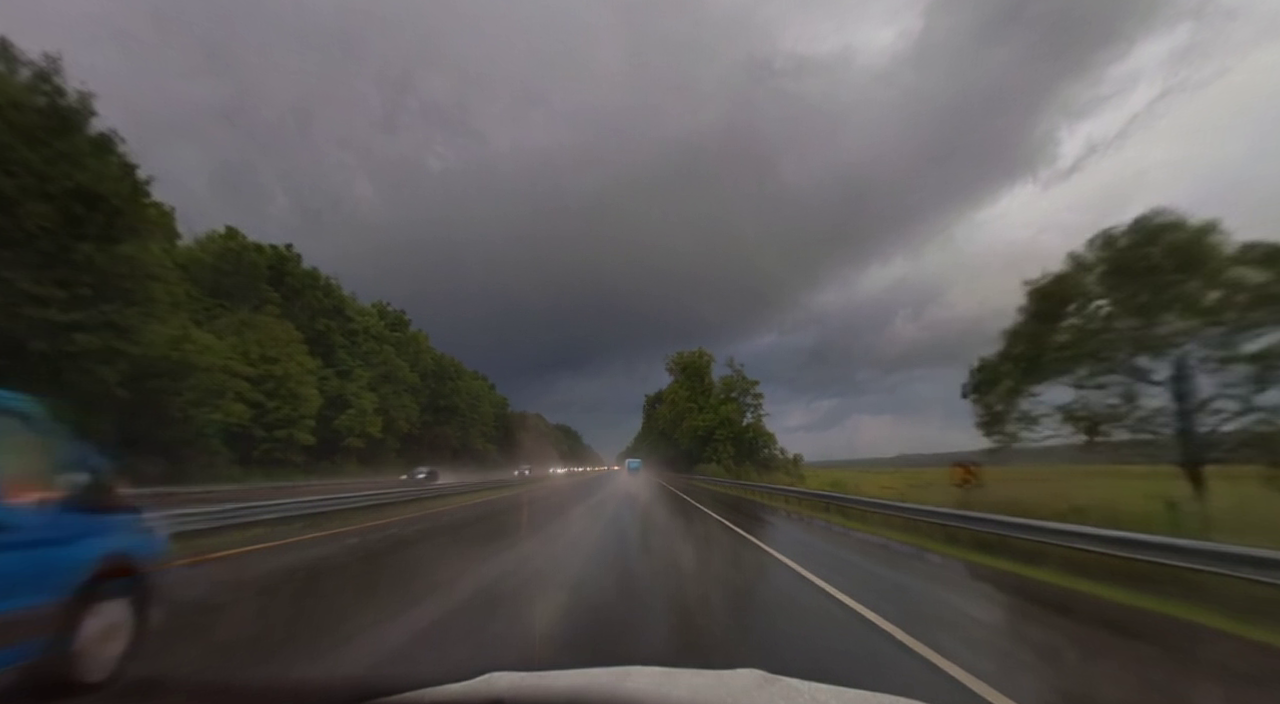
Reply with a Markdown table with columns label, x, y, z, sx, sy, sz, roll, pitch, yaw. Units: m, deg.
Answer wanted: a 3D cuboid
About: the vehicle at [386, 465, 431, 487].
| label | x | y | z | sx | sy | sz | roll | pitch | yaw |
| --- | --- | --- | --- | --- | --- | --- | --- | --- | --- |
| vehicle | -17.045 | 9.121 | 46.582 | 1.822 | 1.505 | 3.806 | 1 | -10 | 0 |
